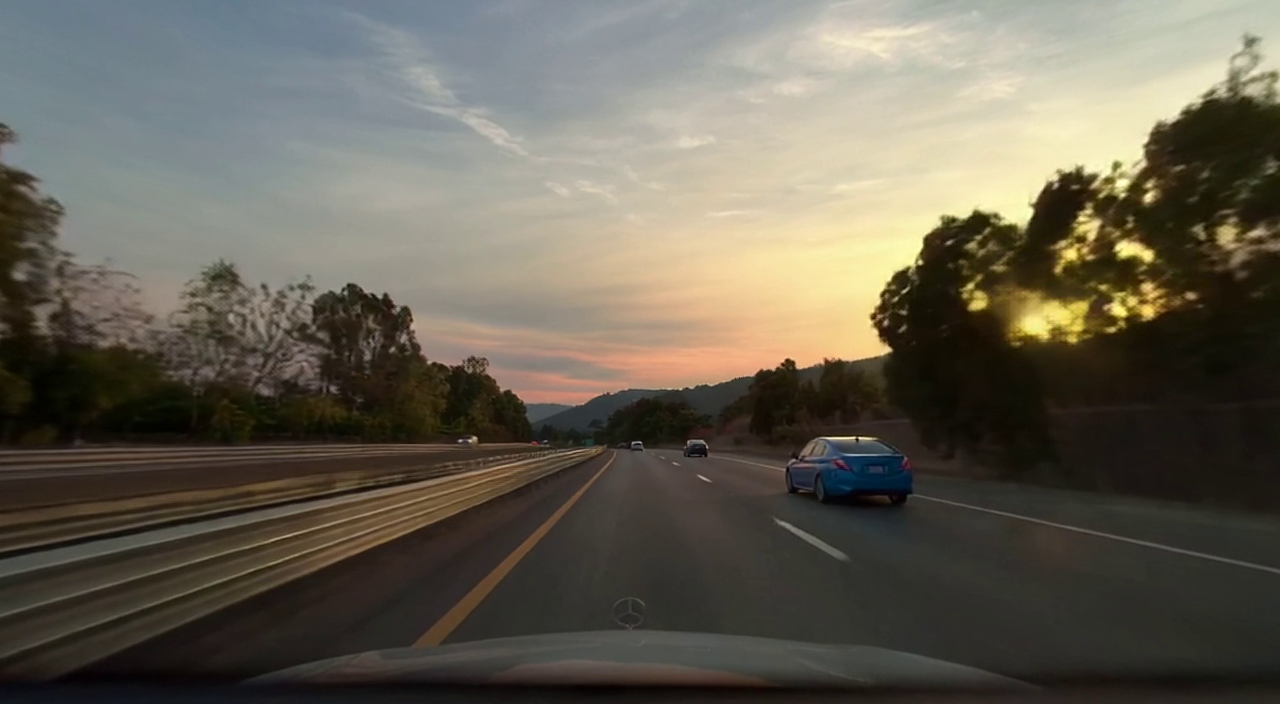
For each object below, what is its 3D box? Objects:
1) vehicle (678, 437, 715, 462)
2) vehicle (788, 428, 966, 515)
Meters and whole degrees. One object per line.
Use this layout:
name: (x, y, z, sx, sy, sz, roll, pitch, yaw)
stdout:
vehicle: (3.691, 6.382, 41.417, 1.945, 1.538, 3.729, 0, -8, -2)
vehicle: (4.695, 2.416, 13.263, 2.072, 1.528, 4.176, 0, -8, -1)
